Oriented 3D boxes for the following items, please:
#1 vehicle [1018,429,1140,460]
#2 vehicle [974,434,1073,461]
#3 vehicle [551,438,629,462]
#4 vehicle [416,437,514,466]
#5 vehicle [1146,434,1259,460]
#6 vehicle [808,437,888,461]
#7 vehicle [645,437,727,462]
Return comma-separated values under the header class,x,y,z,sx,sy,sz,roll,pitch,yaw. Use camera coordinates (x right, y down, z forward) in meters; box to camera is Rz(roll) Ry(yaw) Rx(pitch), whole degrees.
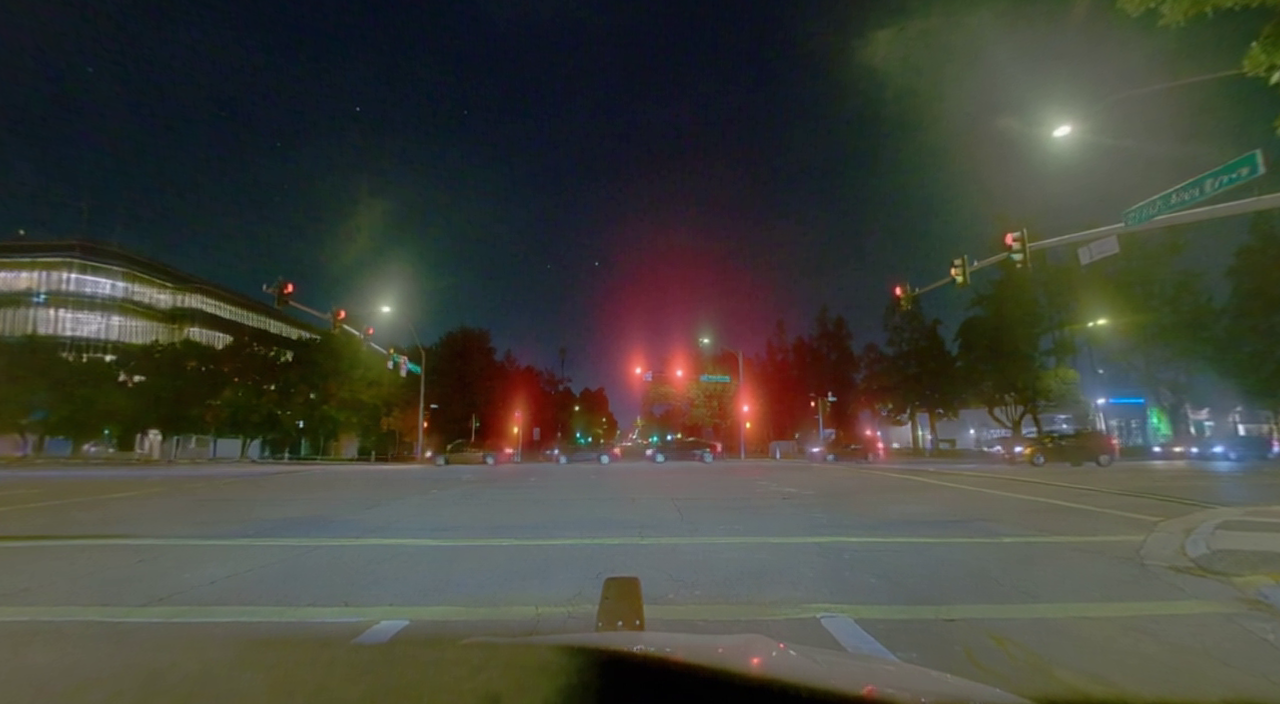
class,x,y,z,sx,sy,sz,roll,pitch,yaw
vehicle,27.637,5.845,39.924,6.133,1.833,2.155,0,-9,-2
vehicle,22.204,5.539,36.680,4.519,1.476,1.767,0,-9,1
vehicle,-3.116,6.247,40.203,4.759,1.445,1.865,0,-9,0
vehicle,-9.149,5.247,33.259,4.629,1.423,1.833,-1,-9,1
vehicle,32.646,5.518,36.753,4.724,1.452,1.870,0,-9,0
vehicle,13.171,6.173,40.149,4.443,1.472,1.794,0,-9,1
vehicle,2.613,5.680,36.835,4.631,1.435,1.715,0,-9,-1
